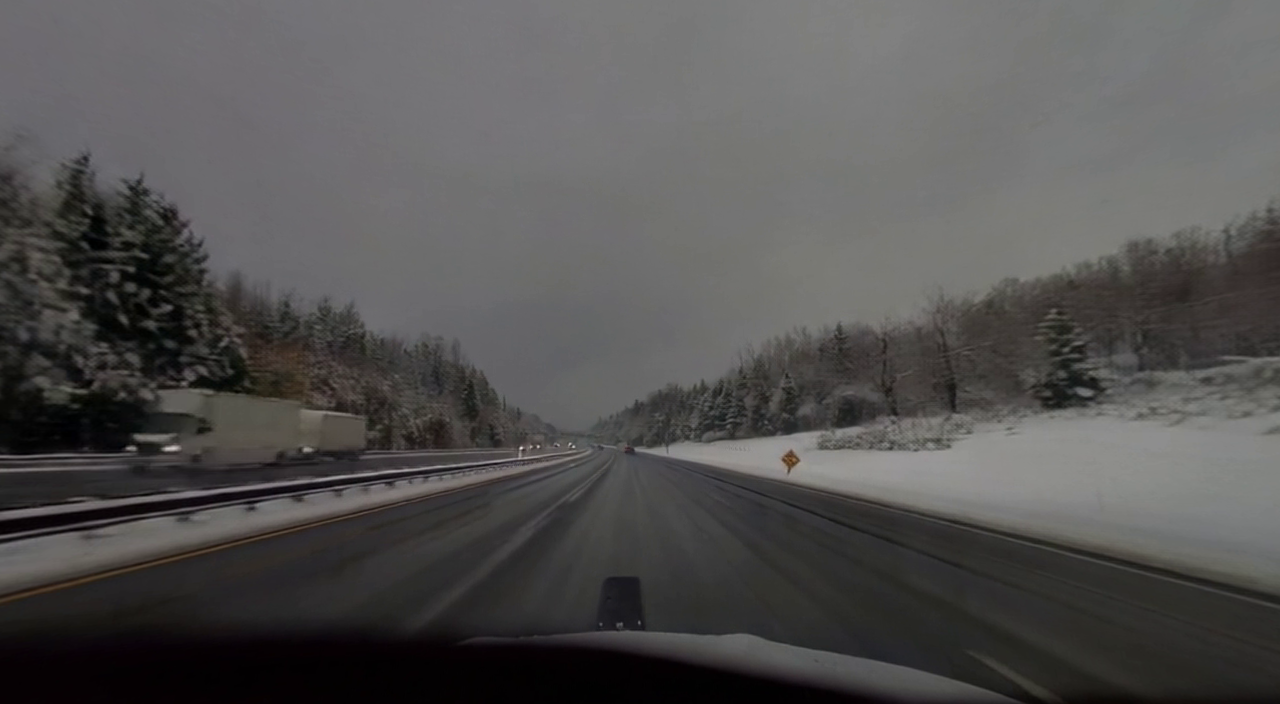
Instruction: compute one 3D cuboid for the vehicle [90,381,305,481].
[{"bbox_3d":[-16.151,3.082,23.910,2.828,3.195,7.192,0,-9,0],"label":"vehicle"}]
